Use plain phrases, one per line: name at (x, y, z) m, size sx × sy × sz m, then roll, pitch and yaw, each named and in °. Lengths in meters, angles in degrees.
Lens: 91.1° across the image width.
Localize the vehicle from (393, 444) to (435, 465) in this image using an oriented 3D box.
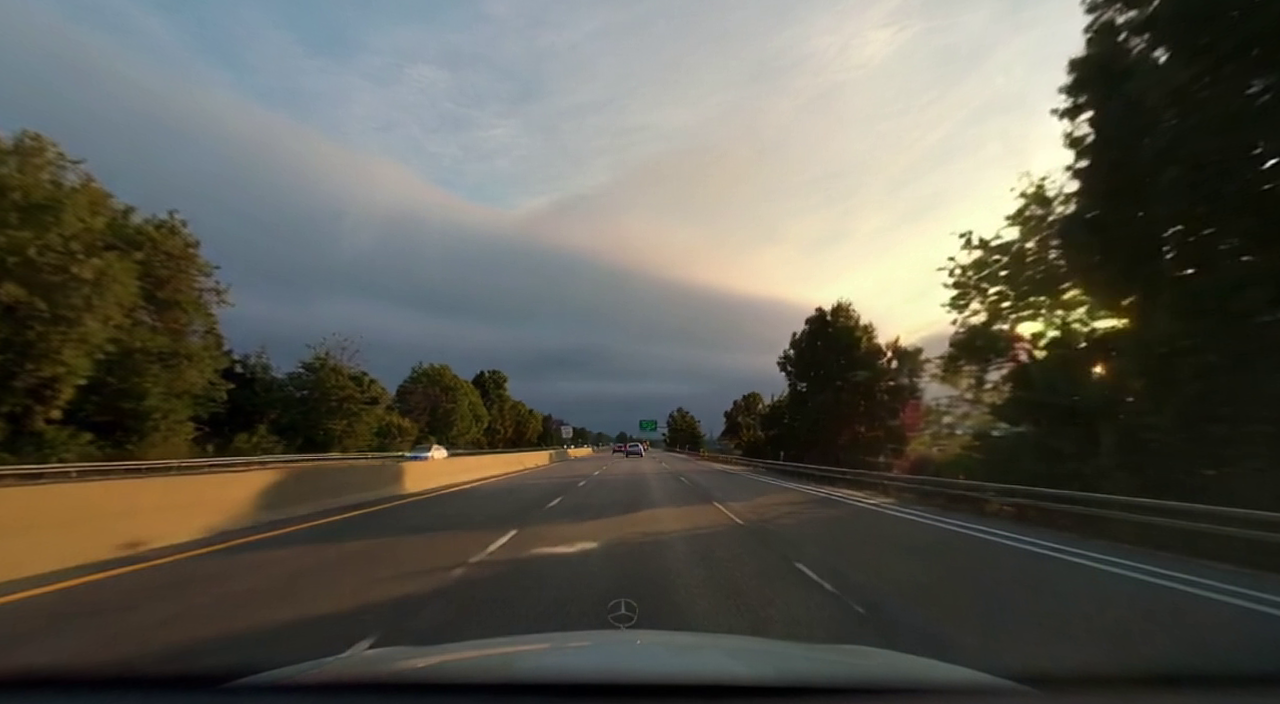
vehicle at (-16.250, 7.384, 45.408) m, size 1.683 × 1.425 × 3.579 m, roll 0°, pitch -9°, yaw 0°
